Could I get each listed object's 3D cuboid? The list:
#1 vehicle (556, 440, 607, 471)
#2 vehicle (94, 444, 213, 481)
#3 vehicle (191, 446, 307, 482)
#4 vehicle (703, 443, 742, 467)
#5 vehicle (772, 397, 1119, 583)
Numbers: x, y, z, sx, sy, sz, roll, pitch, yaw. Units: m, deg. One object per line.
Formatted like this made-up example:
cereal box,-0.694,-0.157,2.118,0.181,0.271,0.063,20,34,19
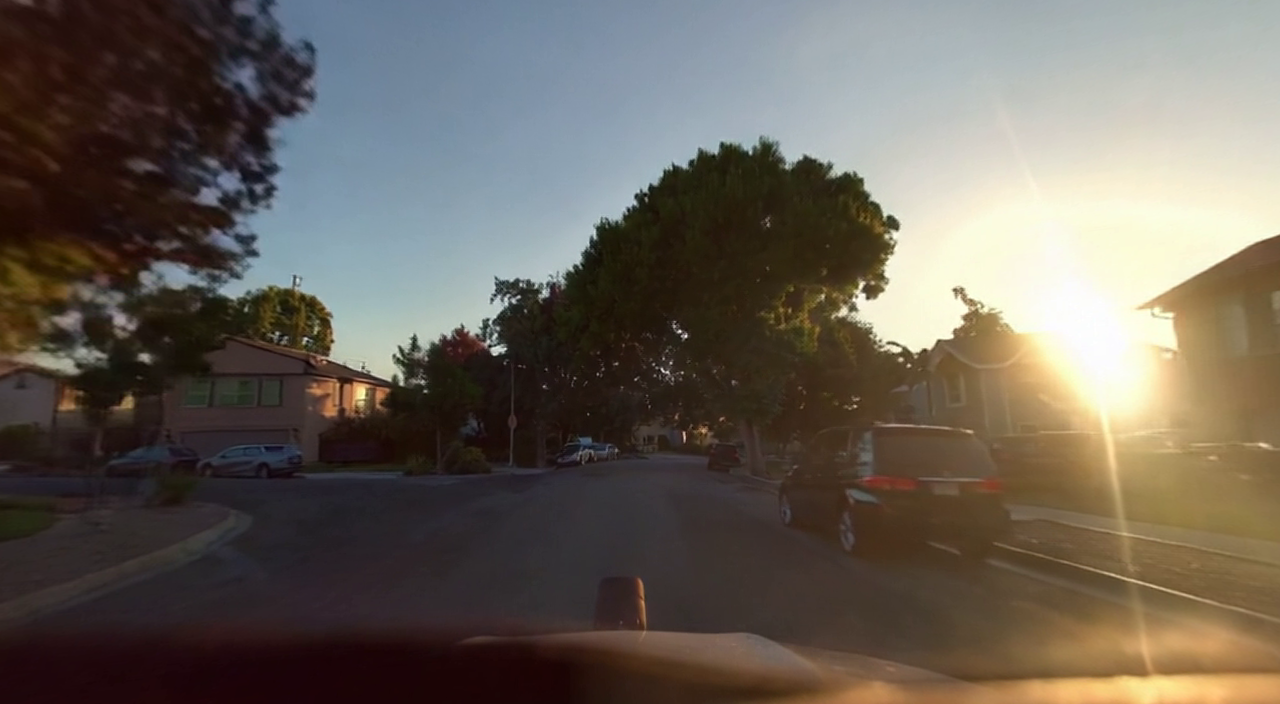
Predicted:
vehicle,-3.757,6.716,41.209,2.041,1.762,4.508,-3,-8,11
vehicle,-20.637,4.693,26.896,3.610,1.501,1.814,-1,-9,4
vehicle,-16.449,4.705,26.705,3.734,1.441,1.756,-1,-9,4
vehicle,6.012,7.380,45.496,2.075,1.657,4.648,-2,-9,16
vehicle,3.540,1.726,8.752,2.228,1.813,4.901,0,-9,-1
